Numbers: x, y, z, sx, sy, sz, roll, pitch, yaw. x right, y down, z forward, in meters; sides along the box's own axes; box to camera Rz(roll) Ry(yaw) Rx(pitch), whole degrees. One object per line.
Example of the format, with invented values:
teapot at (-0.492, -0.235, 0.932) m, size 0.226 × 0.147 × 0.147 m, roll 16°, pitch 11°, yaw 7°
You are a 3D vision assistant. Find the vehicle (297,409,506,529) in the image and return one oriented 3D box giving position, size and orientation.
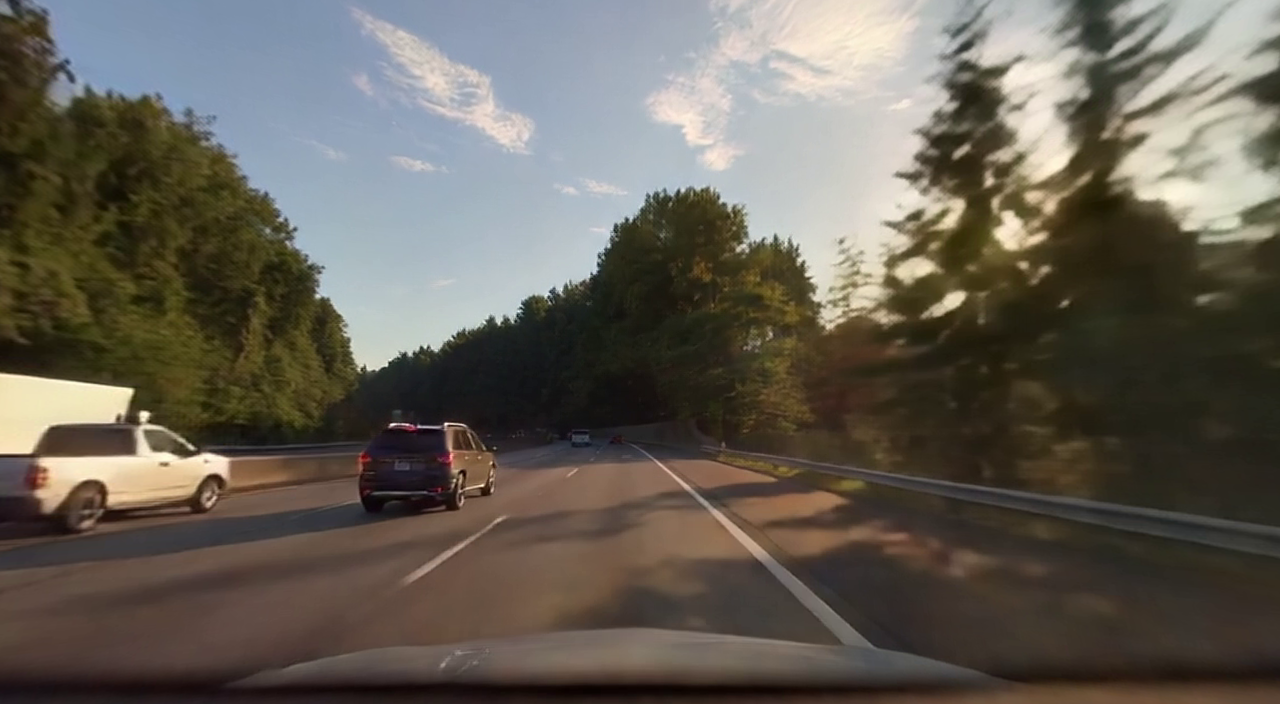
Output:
vehicle at (-3.799, 1.912, 10.950) m, size 2.034 × 1.675 × 4.080 m, roll 0°, pitch -7°, yaw 0°

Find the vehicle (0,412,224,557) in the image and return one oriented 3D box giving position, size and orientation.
vehicle at (-7.886, 1.632, 8.371) m, size 2.000 × 1.552 × 3.946 m, roll 0°, pitch -7°, yaw 0°
